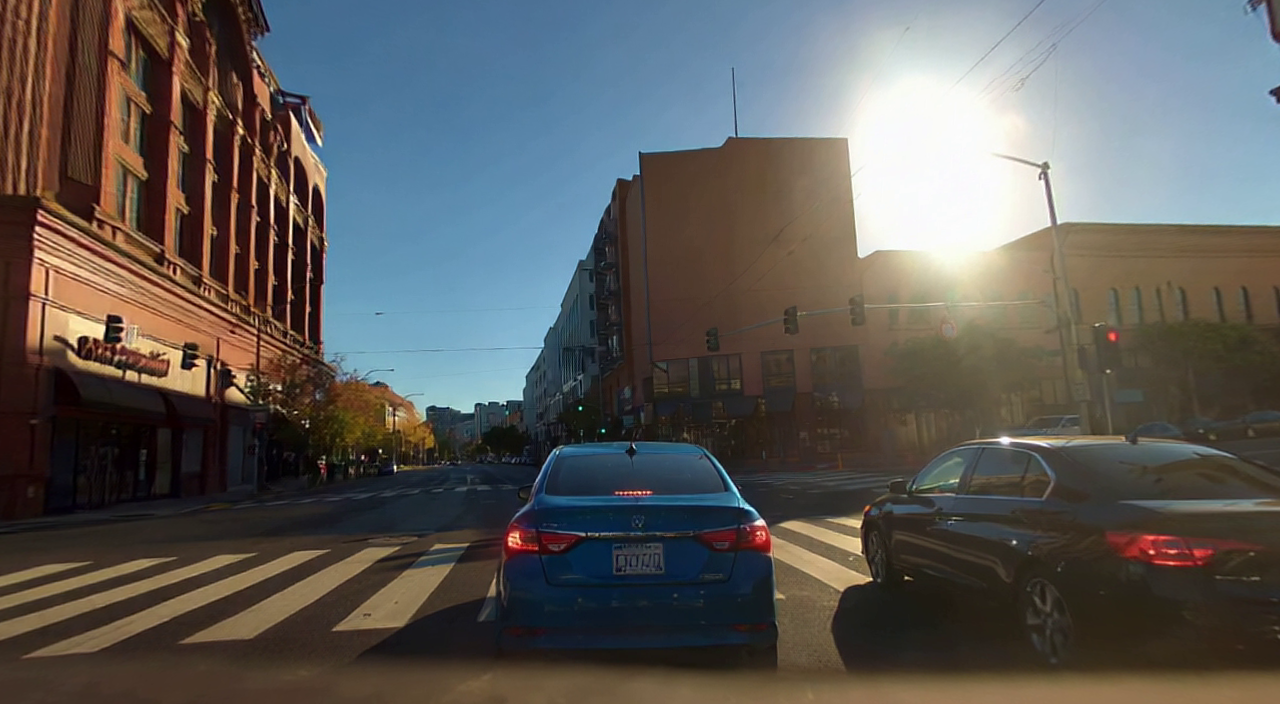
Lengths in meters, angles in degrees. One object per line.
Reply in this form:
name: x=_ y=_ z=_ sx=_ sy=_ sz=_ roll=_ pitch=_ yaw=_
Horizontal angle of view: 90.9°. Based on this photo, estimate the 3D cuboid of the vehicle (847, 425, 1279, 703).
vehicle: x=3.348 y=1.376 z=5.093 sx=1.860 sy=1.430 sz=4.089 roll=0 pitch=-8 yaw=-1

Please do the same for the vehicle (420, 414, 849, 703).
vehicle: x=-0.065 y=1.353 z=5.194 sx=2.094 sy=1.481 sz=4.078 roll=0 pitch=-8 yaw=-1
